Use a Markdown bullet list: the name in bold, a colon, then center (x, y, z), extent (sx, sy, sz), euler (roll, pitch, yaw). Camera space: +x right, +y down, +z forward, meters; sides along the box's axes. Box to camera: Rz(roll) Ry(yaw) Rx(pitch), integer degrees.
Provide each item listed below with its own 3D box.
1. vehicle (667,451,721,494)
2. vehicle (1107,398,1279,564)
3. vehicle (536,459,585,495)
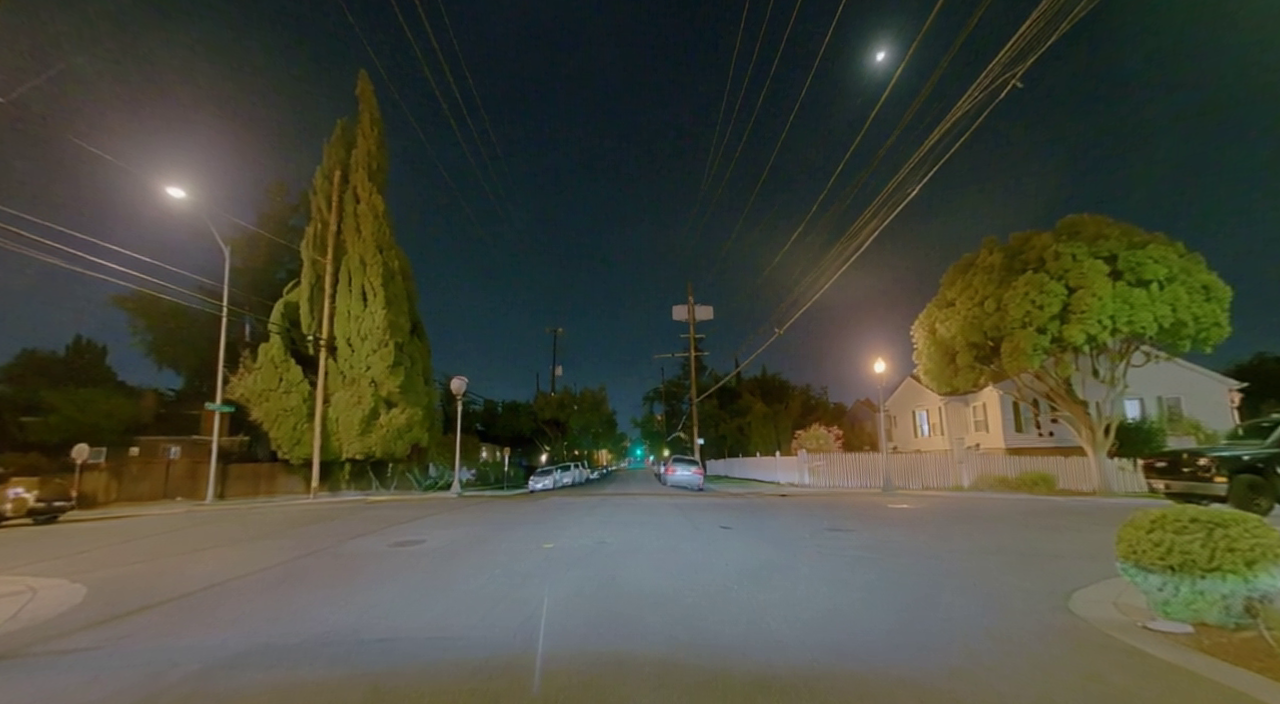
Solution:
- **vehicle**: center (2.584, 5.872, 31.124), extent (2.051, 1.874, 4.459), euler (0, -8, -3)
- **vehicle**: center (9.698, 1.674, 8.619), extent (4.677, 1.949, 2.334), euler (-1, -8, 3)
- **vehicle**: center (-4.291, 6.822, 34.682), extent (2.189, 1.771, 4.571), euler (0, -10, -1)
